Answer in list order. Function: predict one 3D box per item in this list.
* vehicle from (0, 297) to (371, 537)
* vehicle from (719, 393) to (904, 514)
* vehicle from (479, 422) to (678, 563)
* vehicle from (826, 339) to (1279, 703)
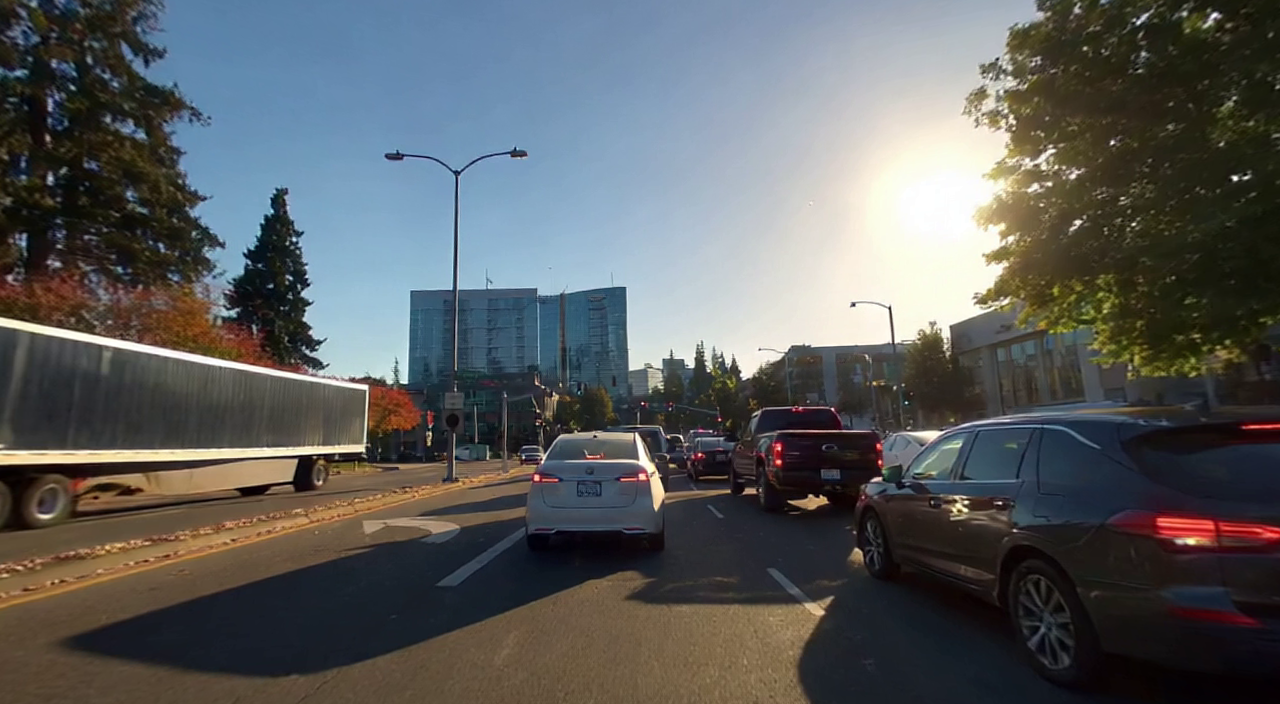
[{"bbox_3d":[-13.204,2.141,17.775,3.246,4.347,17.394,0,-9,1],"label":"vehicle"},{"bbox_3d":[3.473,2.270,14.381,2.497,2.186,5.890,0,-8,-1],"label":"vehicle"},{"bbox_3d":[-0.654,1.861,9.065,2.172,1.536,4.250,0,-8,0],"label":"vehicle"},{"bbox_3d":[3.170,1.148,4.802,2.024,1.723,4.714,0,-8,0],"label":"vehicle"}]
